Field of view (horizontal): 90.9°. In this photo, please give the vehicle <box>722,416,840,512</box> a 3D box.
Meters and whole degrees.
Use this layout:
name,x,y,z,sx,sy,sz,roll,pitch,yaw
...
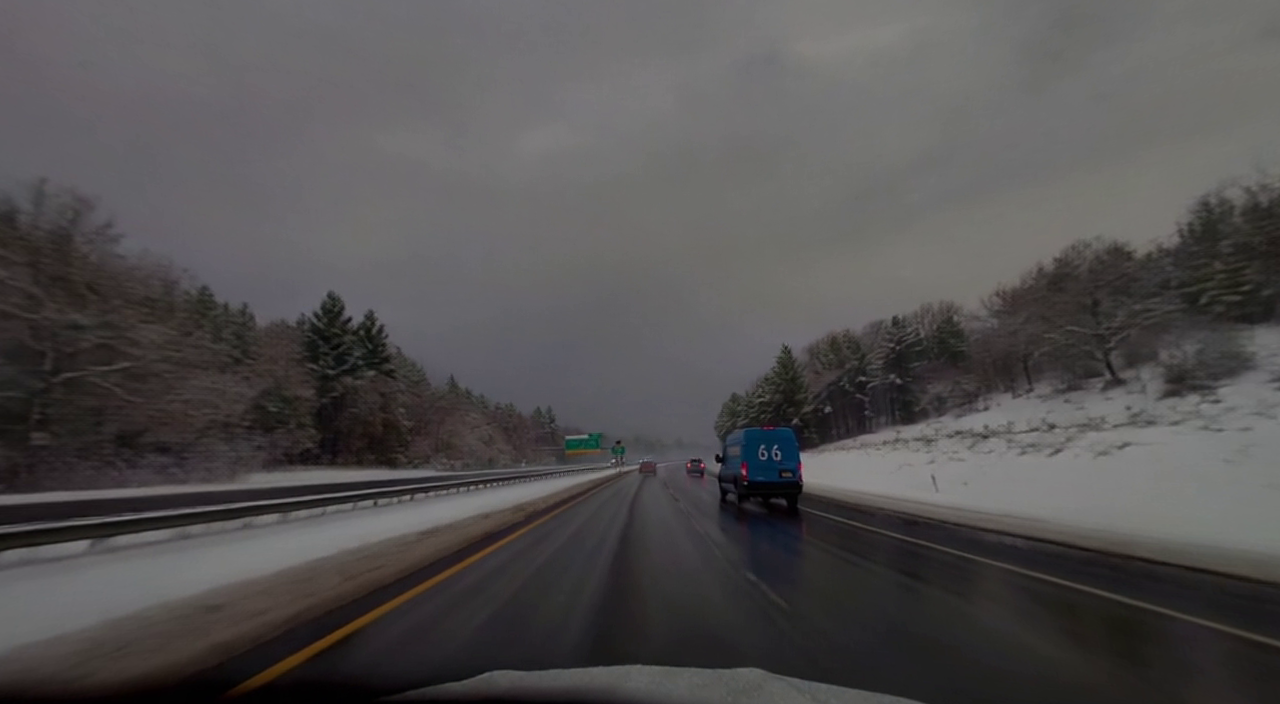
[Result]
name,x,y,z,sx,sy,sz,roll,pitch,yaw
vehicle,4.275,3.635,20.359,2.366,2.595,5.793,1,-11,-1
